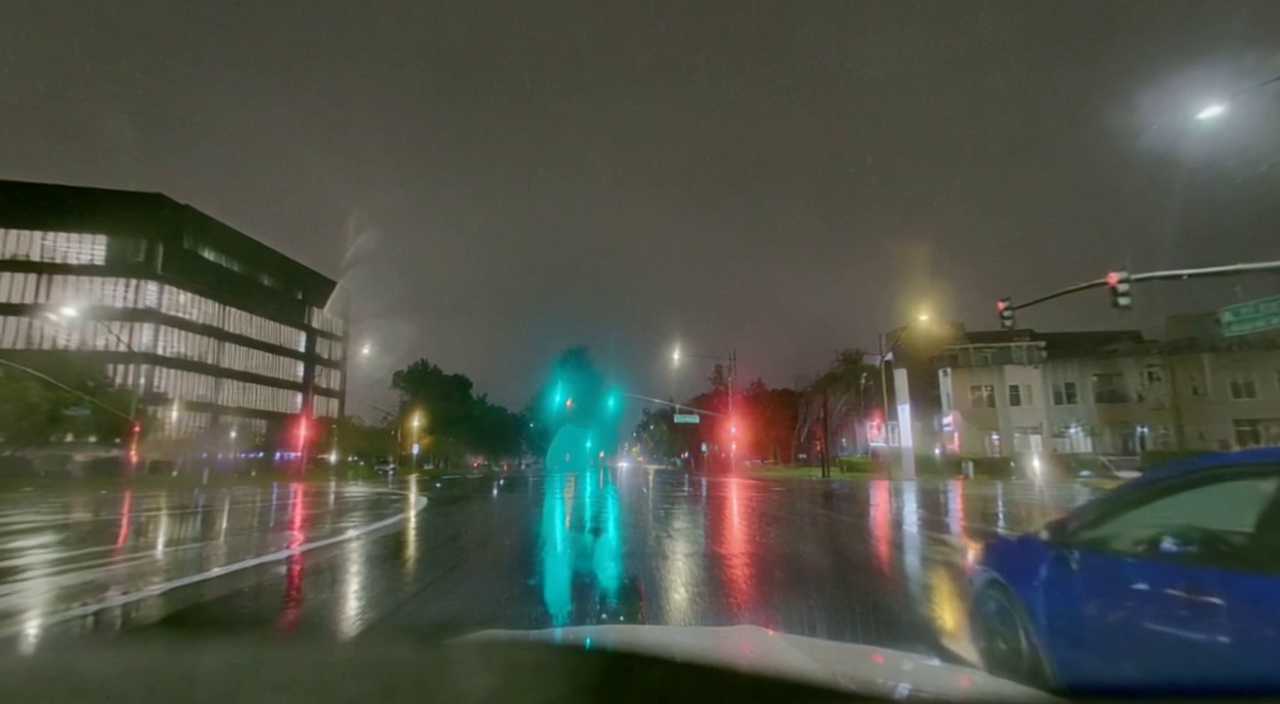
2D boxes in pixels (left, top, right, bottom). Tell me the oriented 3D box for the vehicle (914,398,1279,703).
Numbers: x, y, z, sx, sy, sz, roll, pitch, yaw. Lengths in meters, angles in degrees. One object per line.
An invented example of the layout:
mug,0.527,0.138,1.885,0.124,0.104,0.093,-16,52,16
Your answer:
vehicle,3.141,0.958,2.258,2.089,1.539,4.767,0,-9,-1
